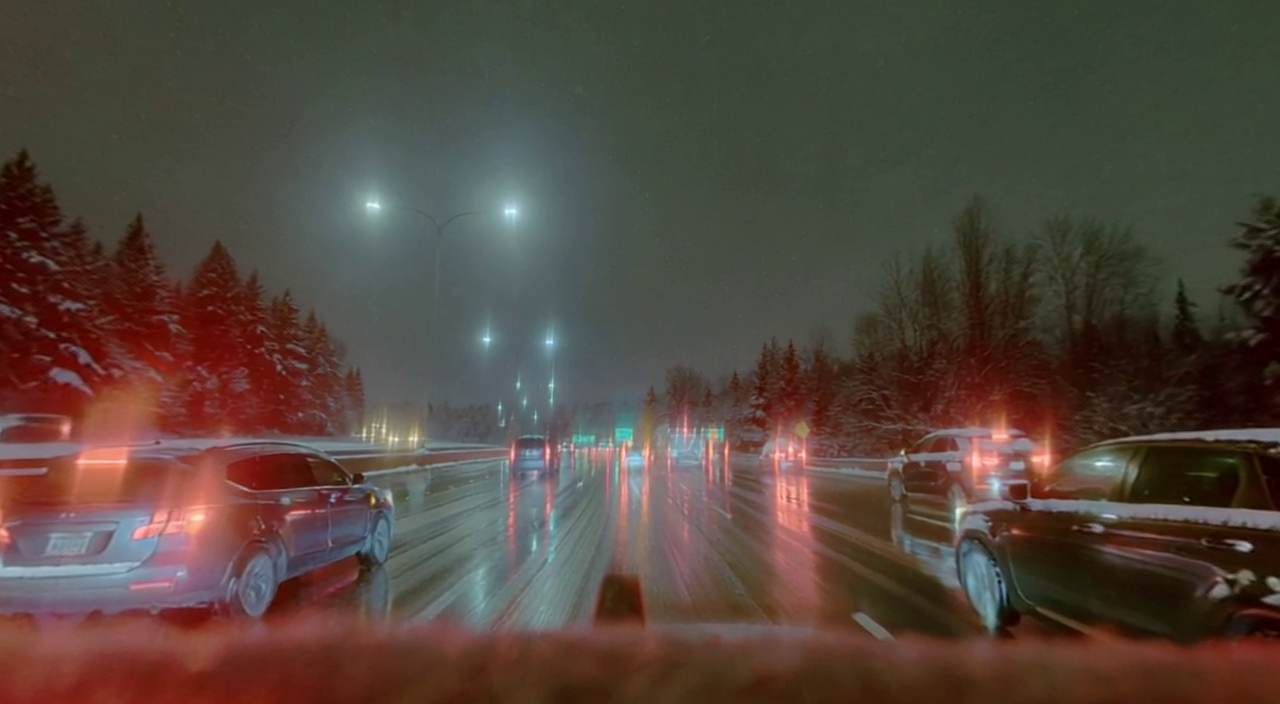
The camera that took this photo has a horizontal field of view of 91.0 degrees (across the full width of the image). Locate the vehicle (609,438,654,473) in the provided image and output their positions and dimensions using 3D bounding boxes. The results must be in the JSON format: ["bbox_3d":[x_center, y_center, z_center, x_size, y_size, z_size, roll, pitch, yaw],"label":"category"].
[{"bbox_3d":[-0.444,5.459,33.354,2.235,1.682,4.094,0,-8,-1],"label":"vehicle"}]

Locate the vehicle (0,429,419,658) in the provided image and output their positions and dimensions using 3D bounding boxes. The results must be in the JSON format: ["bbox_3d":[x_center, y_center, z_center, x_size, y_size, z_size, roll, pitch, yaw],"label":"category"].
[{"bbox_3d":[-3.976,1.536,6.197,1.947,1.424,4.264,0,-9,2],"label":"vehicle"}]

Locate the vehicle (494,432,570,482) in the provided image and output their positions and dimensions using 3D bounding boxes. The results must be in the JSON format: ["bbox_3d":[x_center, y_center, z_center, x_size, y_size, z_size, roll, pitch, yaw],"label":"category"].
[{"bbox_3d":[-4.245,4.237,25.673,2.176,1.783,4.799,0,-8,1],"label":"vehicle"}]

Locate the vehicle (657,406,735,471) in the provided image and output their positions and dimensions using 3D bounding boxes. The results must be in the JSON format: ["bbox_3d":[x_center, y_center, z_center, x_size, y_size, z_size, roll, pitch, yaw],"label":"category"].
[{"bbox_3d":[3.037,5.354,38.518,3.426,3.279,12.313,0,-8,-1],"label":"vehicle"}]

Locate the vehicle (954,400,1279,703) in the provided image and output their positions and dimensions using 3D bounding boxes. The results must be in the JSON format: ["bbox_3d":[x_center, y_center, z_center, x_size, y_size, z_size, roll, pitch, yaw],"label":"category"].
[{"bbox_3d":[3.179,0.924,2.092,2.031,1.504,4.327,0,-8,0],"label":"vehicle"}]
